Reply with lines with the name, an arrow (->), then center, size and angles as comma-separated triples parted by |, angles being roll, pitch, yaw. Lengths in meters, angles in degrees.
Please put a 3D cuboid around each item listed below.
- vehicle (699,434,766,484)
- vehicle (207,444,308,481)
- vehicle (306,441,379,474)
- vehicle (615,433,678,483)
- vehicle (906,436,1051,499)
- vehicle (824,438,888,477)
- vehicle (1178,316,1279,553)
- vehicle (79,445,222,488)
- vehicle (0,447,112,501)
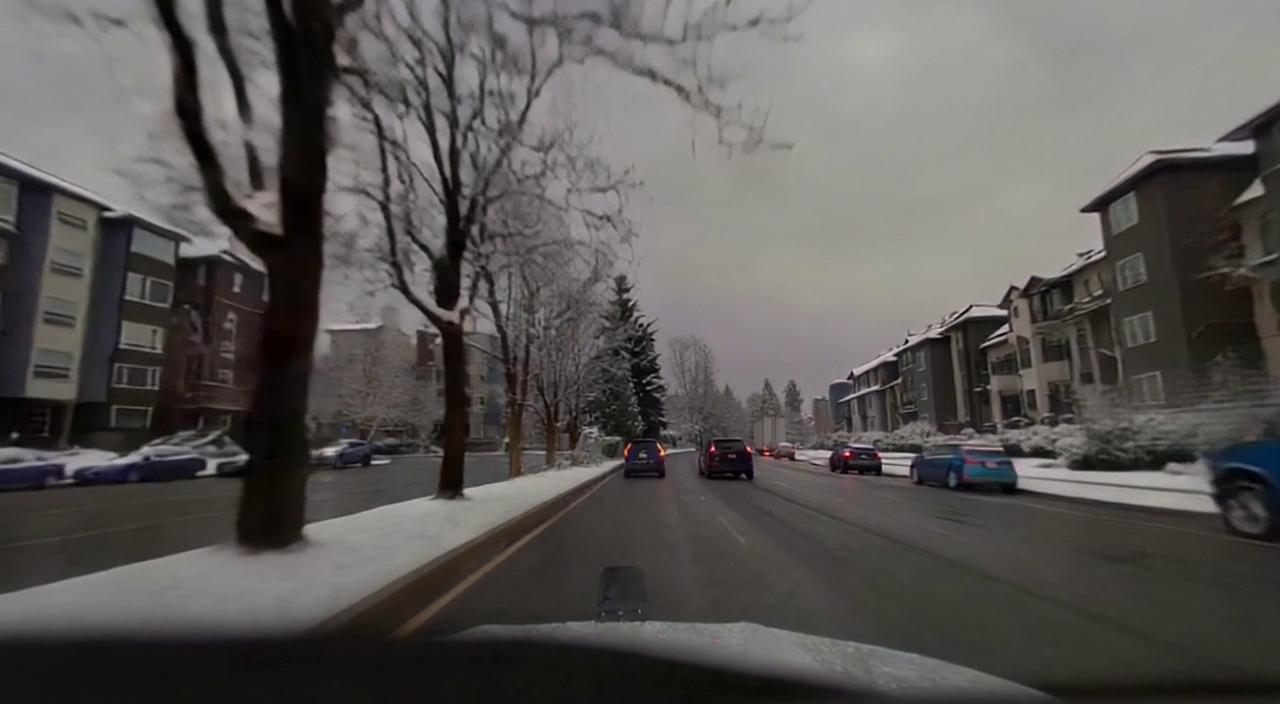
vehicle -> 3.590, 4.246, 25.315 | 2.033, 1.823, 4.409 | 0, -9, 0
vehicle -> -18.545, 5.391, 30.902 | 2.023, 1.561, 4.497 | -2, -10, 2
vehicle -> -17.899, 6.330, 38.288 | 2.175, 1.819, 4.703 | 0, -8, -1
vehicle -> 0.312, 4.304, 25.897 | 2.345, 1.841, 5.032 | 0, -9, 2
vehicle -> 10.600, 3.620, 20.318 | 2.080, 1.744, 4.889 | 0, -8, 2
vehicle -> 11.057, 5.419, 32.725 | 1.938, 1.860, 4.690 | -1, -9, 4
vehicle -> 10.665, 0.730, 6.696 | 3.705, 3.221, 6.779 | -1, -10, 0
vehicle -> -18.938, 4.520, 24.768 | 1.849, 1.455, 4.606 | -2, -11, 1
vehicle -> -18.979, 3.655, 18.880 | 1.951, 1.513, 5.107 | -3, -9, 1
